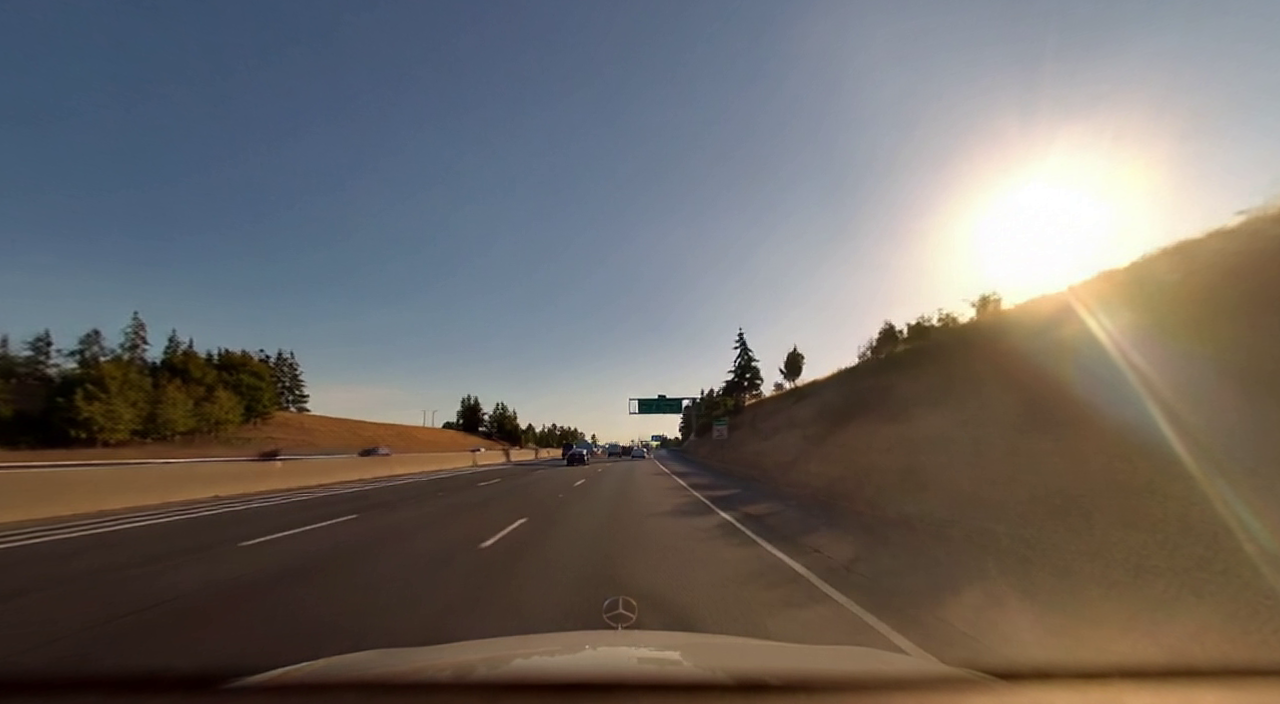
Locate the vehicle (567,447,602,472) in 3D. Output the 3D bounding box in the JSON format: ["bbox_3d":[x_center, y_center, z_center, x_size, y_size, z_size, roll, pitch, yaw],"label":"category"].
[{"bbox_3d":[-3.486,6.827,40.075,1.895,1.482,3.852,0,-9,0],"label":"vehicle"}]

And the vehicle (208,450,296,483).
[{"bbox_3d":[-19.275,5.655,31.348,1.802,1.516,4.049,0,-9,0],"label":"vehicle"}]
